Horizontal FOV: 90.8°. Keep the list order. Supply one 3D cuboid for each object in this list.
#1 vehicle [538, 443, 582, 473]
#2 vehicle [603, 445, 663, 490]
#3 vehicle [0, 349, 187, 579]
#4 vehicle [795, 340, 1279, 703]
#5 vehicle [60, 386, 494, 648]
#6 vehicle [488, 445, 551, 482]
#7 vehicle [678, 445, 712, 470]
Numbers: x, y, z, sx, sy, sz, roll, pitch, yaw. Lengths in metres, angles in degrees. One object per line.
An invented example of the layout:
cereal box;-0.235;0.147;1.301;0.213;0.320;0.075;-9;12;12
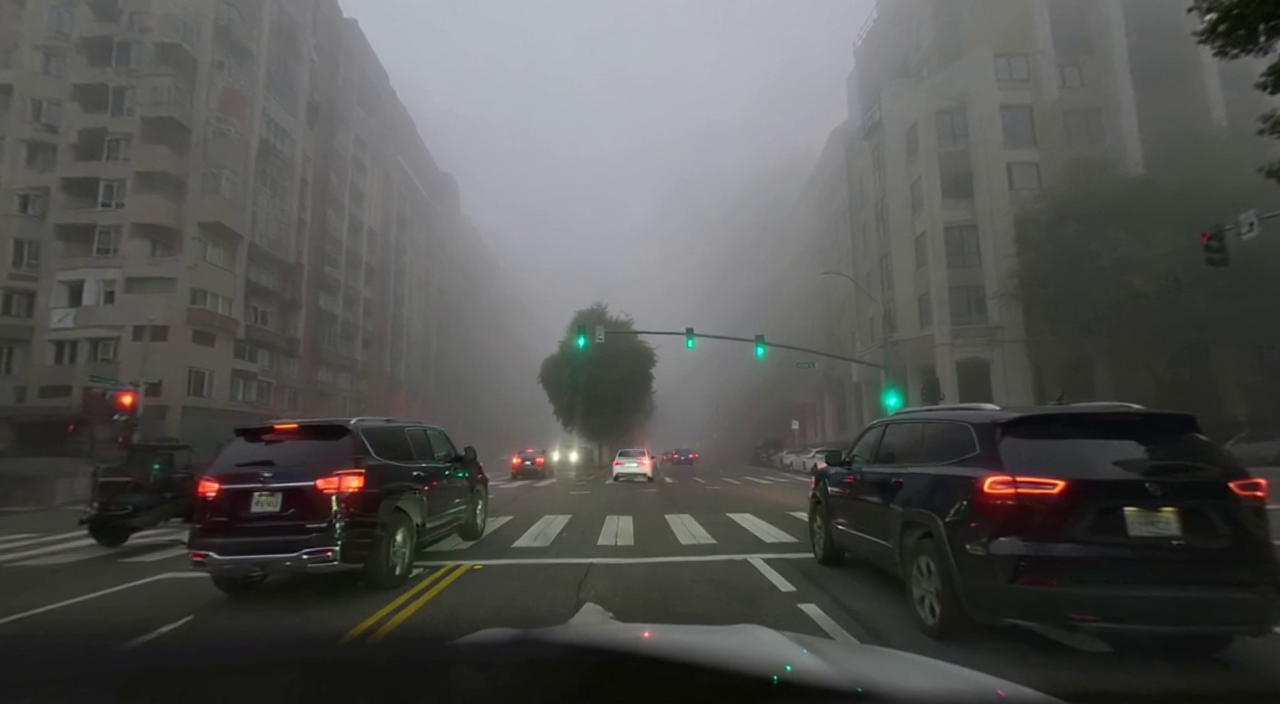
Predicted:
vehicle;-5.195;6.964;41.729;2.275;1.816;4.923;0;-8;0
vehicle;-0.265;4.270;23.708;2.059;1.492;4.033;0;-8;-1
vehicle;-10.964;0.763;3.438;3.115;2.627;13.908;-4;-9;25
vehicle;3.002;1.202;5.180;2.129;1.844;4.767;0;-8;-1
vehicle;-3.157;1.520;6.936;2.031;1.873;4.581;0;-8;0
vehicle;-5.684;5.329;30.375;2.062;1.532;4.830;-2;-9;0
vehicle;3.748;7.258;43.554;1.906;1.608;4.050;0;-8;-1
